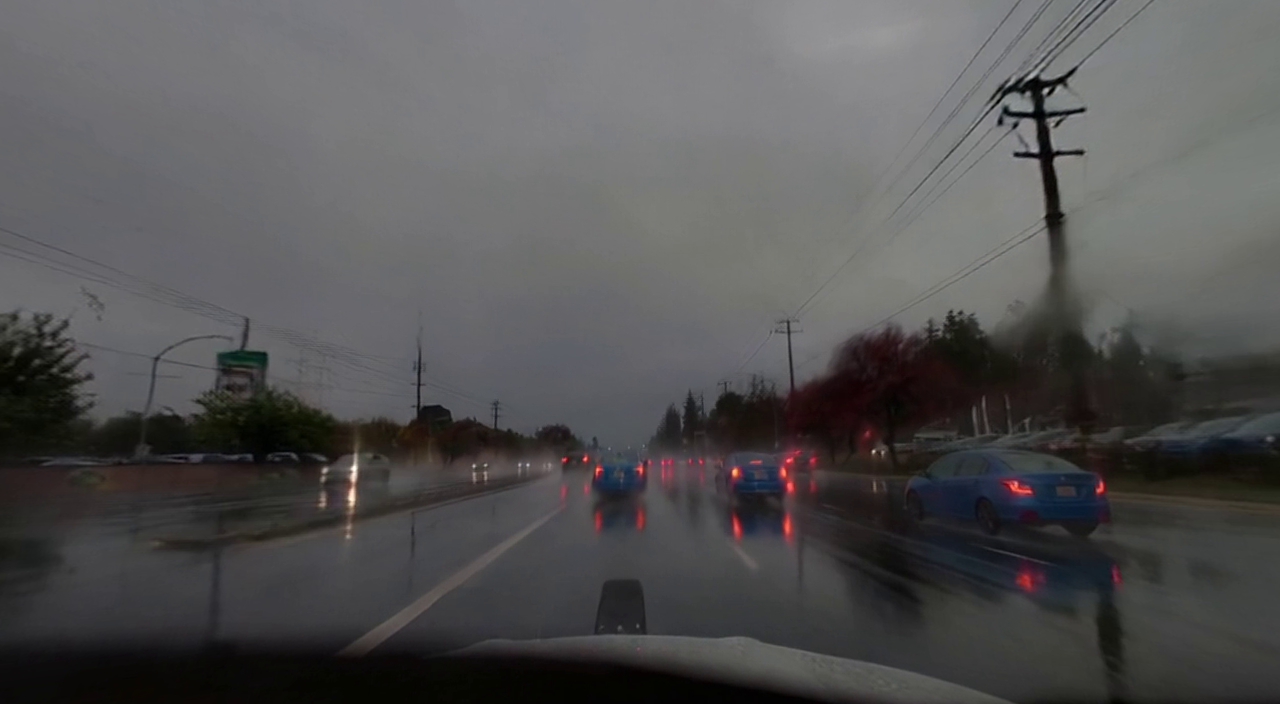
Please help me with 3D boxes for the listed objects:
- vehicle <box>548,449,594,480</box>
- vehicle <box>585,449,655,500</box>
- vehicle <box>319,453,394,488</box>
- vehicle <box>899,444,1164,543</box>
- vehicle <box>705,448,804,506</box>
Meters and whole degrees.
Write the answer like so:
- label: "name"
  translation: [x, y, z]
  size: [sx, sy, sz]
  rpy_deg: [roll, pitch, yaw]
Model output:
- label: "vehicle"
  translation: [-3.824, 6.347, 35.808]
  size: [2.073, 1.606, 4.364]
  rpy_deg: [-1, -9, 1]
- label: "vehicle"
  translation: [-0.613, 3.977, 20.950]
  size: [2.065, 1.464, 4.216]
  rpy_deg: [0, -9, 0]
- label: "vehicle"
  translation: [-15.945, 6.646, 35.841]
  size: [2.035, 1.762, 4.753]
  rpy_deg: [0, -9, 0]
- label: "vehicle"
  translation: [6.804, 2.461, 11.732]
  size: [2.004, 1.455, 4.417]
  rpy_deg: [0, -9, -1]
- label: "vehicle"
  translation: [3.278, 3.679, 19.083]
  size: [2.053, 1.490, 4.464]
  rpy_deg: [0, -9, -2]
